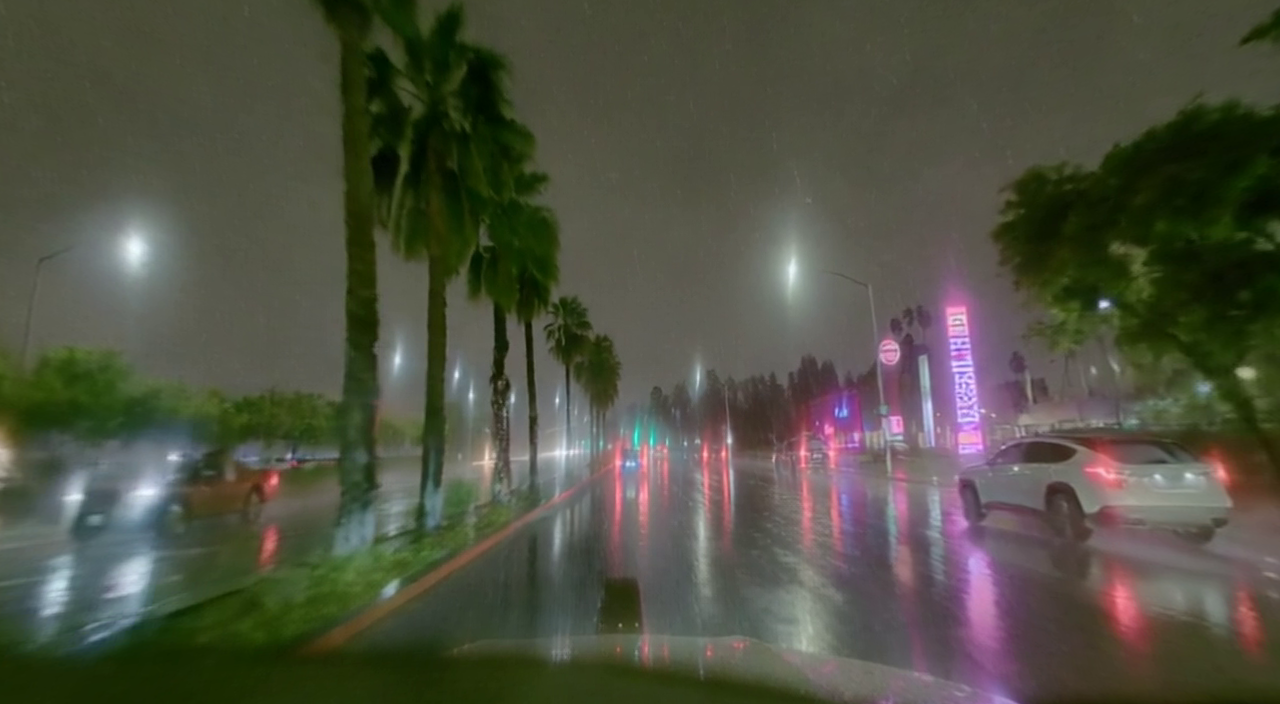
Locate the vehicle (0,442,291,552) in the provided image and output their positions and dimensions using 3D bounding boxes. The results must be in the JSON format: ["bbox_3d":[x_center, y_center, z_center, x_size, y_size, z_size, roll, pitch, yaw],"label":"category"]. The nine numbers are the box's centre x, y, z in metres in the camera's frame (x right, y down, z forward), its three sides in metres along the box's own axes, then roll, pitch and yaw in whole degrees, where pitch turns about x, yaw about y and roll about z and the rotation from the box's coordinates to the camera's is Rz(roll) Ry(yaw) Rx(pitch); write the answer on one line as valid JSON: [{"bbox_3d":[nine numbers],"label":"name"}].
[{"bbox_3d":[-8.499,2.397,11.251,1.930,1.478,4.552,-1,-8,0],"label":"vehicle"}]

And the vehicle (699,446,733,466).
[{"bbox_3d":[5.834,8.003,48.725,1.970,1.461,4.267,0,-8,-1],"label":"vehicle"}]

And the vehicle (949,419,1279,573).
[{"bbox_3d":[6.360,1.853,8.845,1.949,1.647,3.894,0,-8,-1],"label":"vehicle"}]

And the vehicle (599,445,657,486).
[{"bbox_3d":[-0.429,4.176,23.505,1.970,1.402,3.756,0,-8,-1],"label":"vehicle"}]
